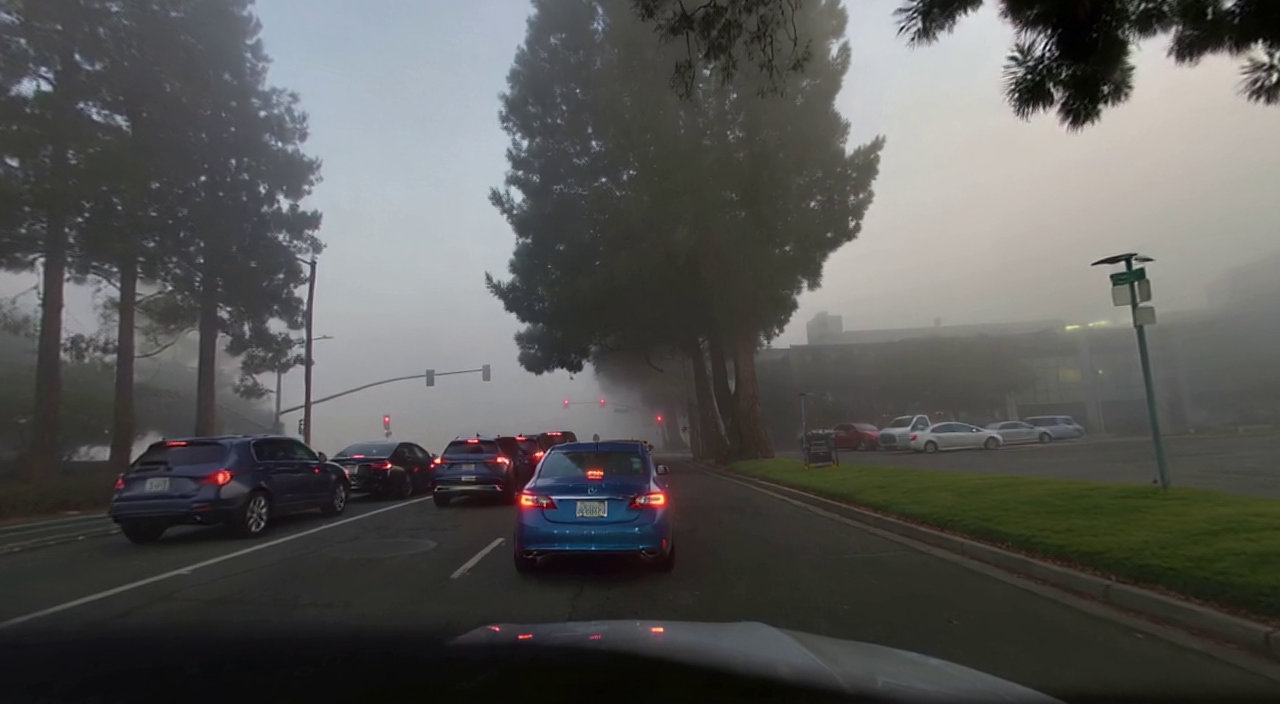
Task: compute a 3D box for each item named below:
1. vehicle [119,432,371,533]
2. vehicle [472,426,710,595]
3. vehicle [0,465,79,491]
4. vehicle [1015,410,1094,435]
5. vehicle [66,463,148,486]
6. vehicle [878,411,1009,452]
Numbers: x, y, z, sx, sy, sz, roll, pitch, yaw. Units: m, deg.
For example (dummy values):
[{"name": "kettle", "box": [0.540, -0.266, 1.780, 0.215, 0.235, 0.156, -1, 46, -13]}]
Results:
[{"name": "vehicle", "box": [-7.271, 2.427, 12.336, 2.096, 1.593, 4.288, 0, -9, 0]}, {"name": "vehicle", "box": [-0.419, 1.704, 7.628, 2.104, 1.472, 3.946, 0, -9, 0]}, {"name": "vehicle", "box": [-36.640, 7.544, 37.947, 4.093, 1.440, 1.804, 0, -9, -1]}, {"name": "vehicle", "box": [30.332, 5.227, 46.403, 4.627, 1.671, 1.929, -5, -10, 29]}, {"name": "vehicle", "box": [-36.456, 8.375, 43.273, 3.918, 1.423, 1.861, -1, -9, 2]}, {"name": "vehicle", "box": [13.929, 3.690, 29.216, 4.975, 1.809, 1.956, 0, -9, 1]}]
